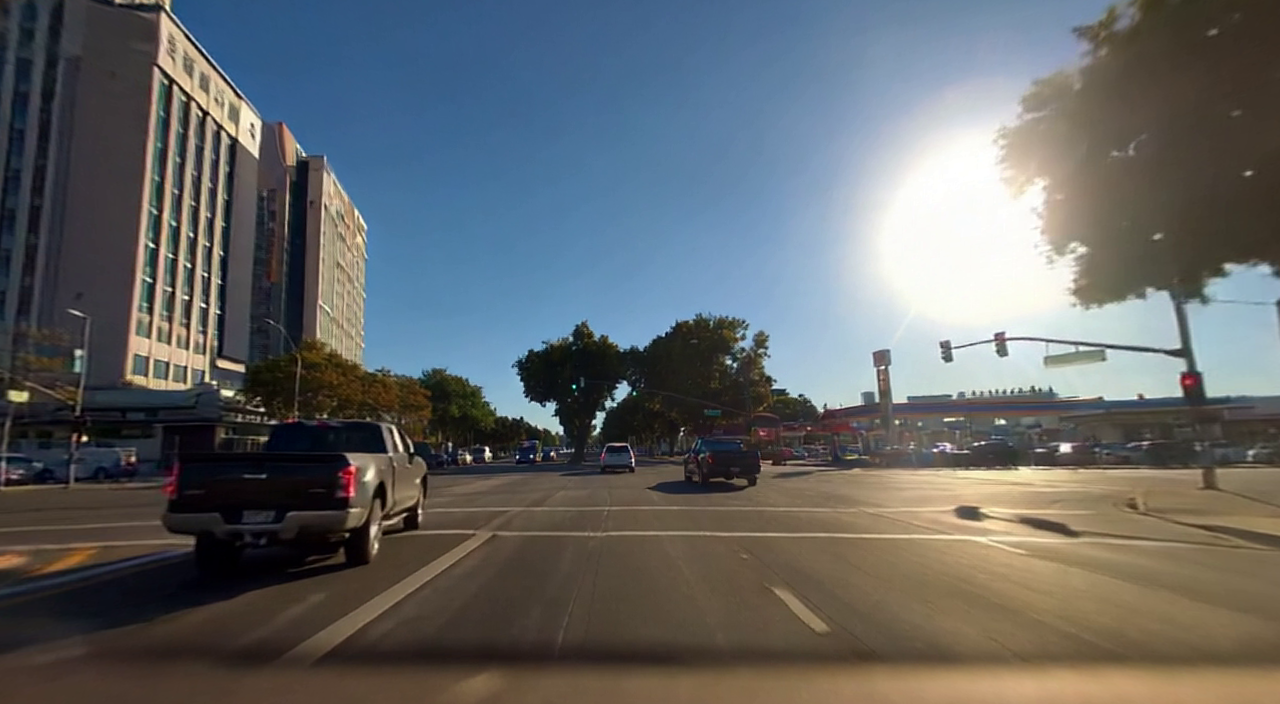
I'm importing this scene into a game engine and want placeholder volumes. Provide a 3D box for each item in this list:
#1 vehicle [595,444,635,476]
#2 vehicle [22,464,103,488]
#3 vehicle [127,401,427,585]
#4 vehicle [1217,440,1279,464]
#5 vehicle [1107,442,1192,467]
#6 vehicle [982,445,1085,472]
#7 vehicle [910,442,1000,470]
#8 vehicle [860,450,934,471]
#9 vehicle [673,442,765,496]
[{"bbox_3d":[-1.379,5.742,33.891,2.029,1.605,3.827,1,-9,-4],"label":"vehicle"},{"bbox_3d":[-39.641,8.473,43.521,1.802,1.447,4.432,1,-9,-8],"label":"vehicle"},{"bbox_3d":[-4.812,1.930,9.648,2.195,1.905,5.634,2,-9,-11],"label":"vehicle"},{"bbox_3d":[45.970,7.400,46.824,4.535,1.712,2.181,1,-9,-9],"label":"vehicle"},{"bbox_3d":[36.379,7.292,45.131,4.718,1.706,1.928,2,-9,-9],"label":"vehicle"},{"bbox_3d":[22.525,6.087,36.235,4.789,1.455,1.986,2,-9,-9],"label":"vehicle"},{"bbox_3d":[21.203,6.989,42.603,4.950,1.760,2.213,1,-9,-9],"label":"vehicle"},{"bbox_3d":[19.264,8.121,47.446,4.637,1.443,2.050,0,-8,-2],"label":"vehicle"},{"bbox_3d":[2.318,3.598,19.859,2.061,1.487,4.462,1,-9,-4],"label":"vehicle"}]
